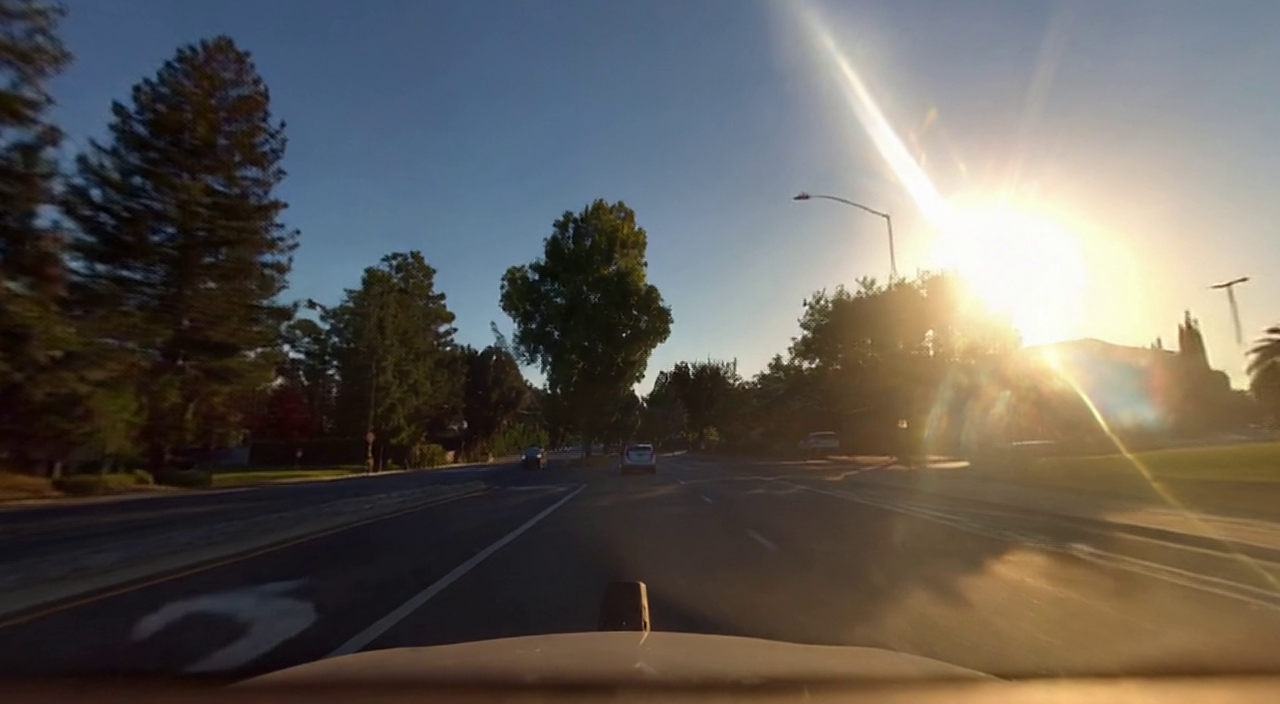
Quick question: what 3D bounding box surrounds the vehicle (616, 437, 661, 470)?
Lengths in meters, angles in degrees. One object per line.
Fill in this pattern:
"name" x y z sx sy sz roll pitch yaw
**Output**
"vehicle" -0.161 5.812 36.124 2.165 1.783 4.391 1 -9 -5
